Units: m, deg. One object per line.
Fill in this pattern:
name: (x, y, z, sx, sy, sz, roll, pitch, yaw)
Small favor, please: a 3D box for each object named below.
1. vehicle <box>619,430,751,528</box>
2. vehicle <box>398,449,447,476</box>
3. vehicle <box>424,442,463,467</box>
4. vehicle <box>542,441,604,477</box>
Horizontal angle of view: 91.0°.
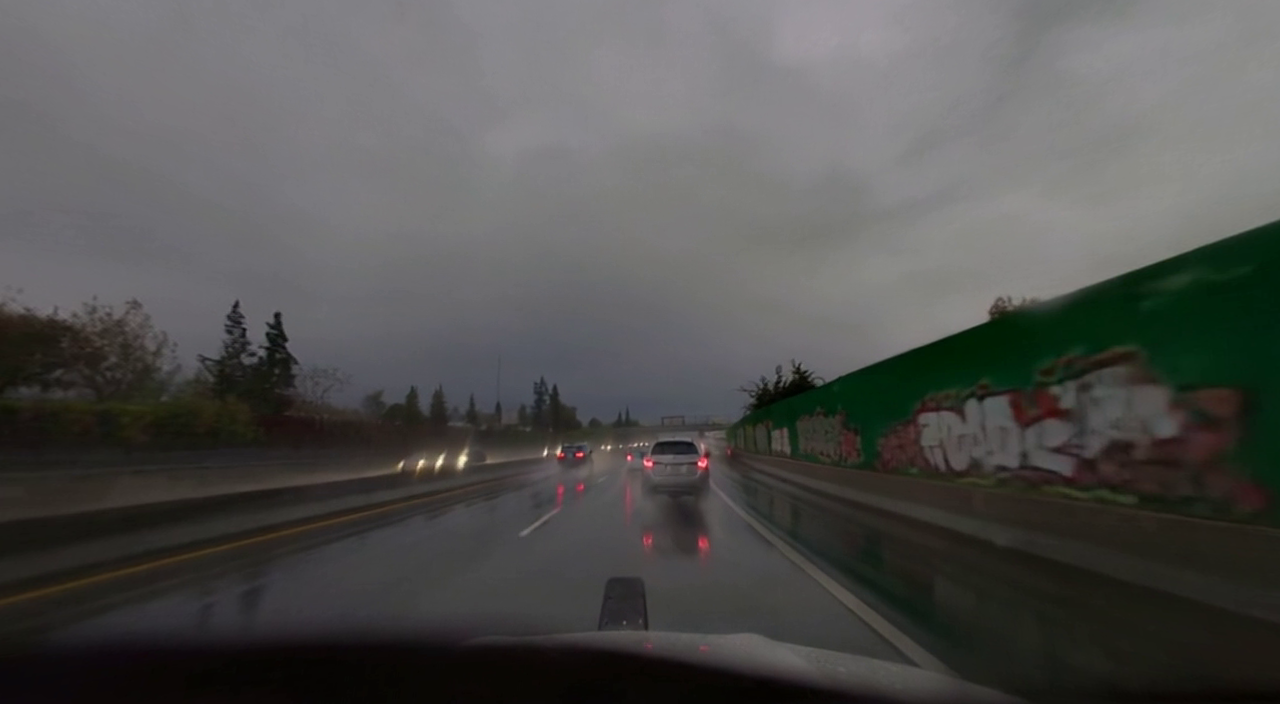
vehicle: (0.744, 2.297, 11.936, 2.077, 1.533, 3.854, 0, -8, 1)
vehicle: (-15.220, 7.718, 44.229, 1.910, 1.820, 4.007, 0, -8, 1)
vehicle: (-15.128, 7.871, 48.612, 1.831, 1.837, 3.199, -1, -9, 3)
vehicle: (-2.861, 4.692, 27.869, 2.059, 1.471, 4.152, -1, -8, 3)
